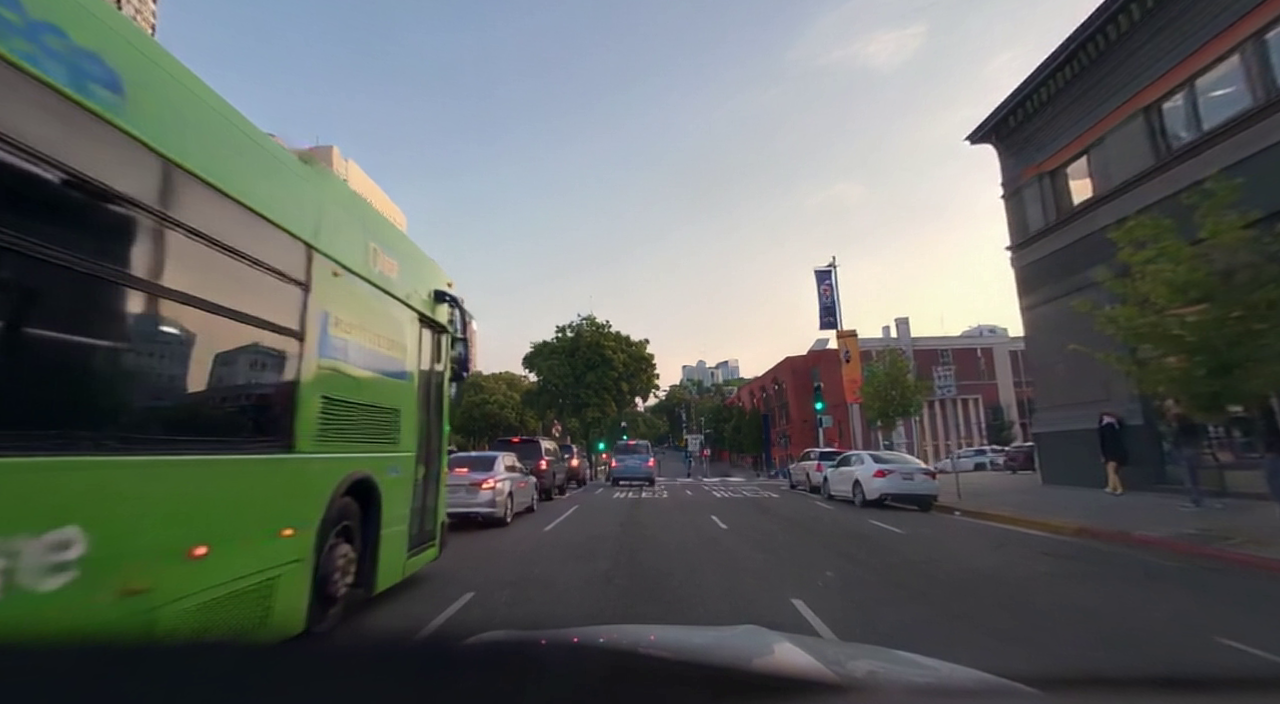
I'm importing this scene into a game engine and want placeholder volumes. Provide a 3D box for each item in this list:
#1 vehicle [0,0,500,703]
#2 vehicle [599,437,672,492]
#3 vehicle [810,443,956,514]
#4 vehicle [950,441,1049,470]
[{"bbox_3d":[-3.073,-0.203,0.296,2.922,3.323,13.151,0,-9,0],"label":"vehicle"},{"bbox_3d":[-0.098,3.983,22.724,2.328,1.746,5.072,0,-9,1],"label":"vehicle"},{"bbox_3d":[5.938,3.106,16.105,1.919,1.529,4.558,0,-9,0],"label":"vehicle"},{"bbox_3d":[20.679,5.941,36.368,4.598,1.519,1.994,0,-8,-9],"label":"vehicle"}]
